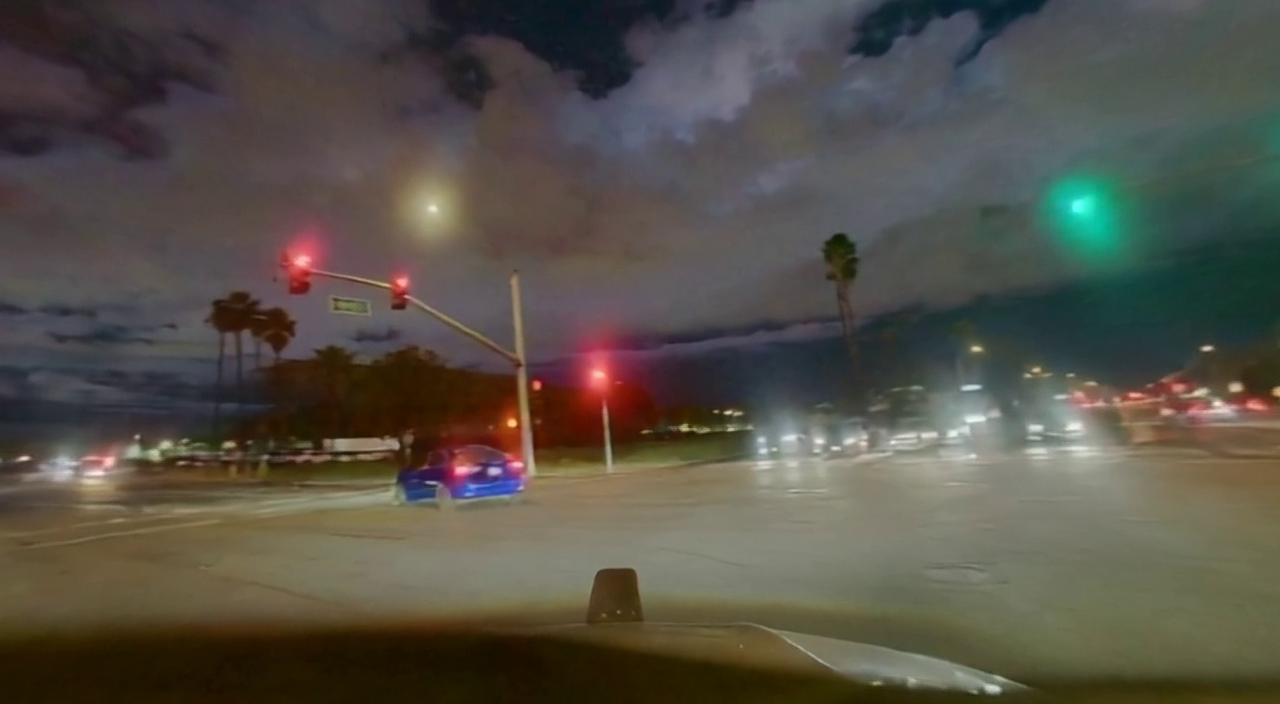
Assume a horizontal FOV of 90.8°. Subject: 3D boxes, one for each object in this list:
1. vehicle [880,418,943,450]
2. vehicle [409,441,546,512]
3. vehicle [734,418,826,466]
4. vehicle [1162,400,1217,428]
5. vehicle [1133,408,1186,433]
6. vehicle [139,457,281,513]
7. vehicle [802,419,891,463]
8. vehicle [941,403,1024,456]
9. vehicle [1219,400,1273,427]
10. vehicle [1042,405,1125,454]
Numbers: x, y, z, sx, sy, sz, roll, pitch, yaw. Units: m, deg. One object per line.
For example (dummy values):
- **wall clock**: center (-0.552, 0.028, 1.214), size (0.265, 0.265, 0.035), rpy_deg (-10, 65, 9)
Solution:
- **vehicle**: center (13.578, 4.112, 31.416), size (1.973, 1.474, 4.495), rpy_deg (-6, -10, 33)
- **vehicle**: center (-4.161, 2.977, 15.708), size (2.089, 1.471, 4.206), rpy_deg (5, -10, -32)
- **vehicle**: center (5.899, 3.700, 26.245), size (2.090, 1.593, 4.176), rpy_deg (-9, -8, 35)
- **vehicle**: center (42.537, 4.861, 49.024), size (2.313, 1.935, 4.969), rpy_deg (-6, -10, 32)
- **vehicle**: center (33.325, 4.450, 40.633), size (1.977, 1.449, 4.254), rpy_deg (-6, -10, 31)
- **vehicle**: center (-14.058, 4.239, 20.597), size (4.687, 1.509, 2.068), rpy_deg (-6, -10, 33)
- **vehicle**: center (7.916, 3.367, 23.959), size (2.041, 1.498, 4.348), rpy_deg (-6, -10, 33)
- **vehicle**: center (12.686, 2.891, 23.305), size (2.187, 1.740, 4.022), rpy_deg (-6, -10, 33)
- **vehicle**: center (47.307, 4.859, 49.427), size (2.027, 1.848, 5.158), rpy_deg (-6, -10, 33)
- **vehicle**: center (15.123, 2.644, 21.633), size (2.041, 1.473, 4.221), rpy_deg (-6, -8, 34)
